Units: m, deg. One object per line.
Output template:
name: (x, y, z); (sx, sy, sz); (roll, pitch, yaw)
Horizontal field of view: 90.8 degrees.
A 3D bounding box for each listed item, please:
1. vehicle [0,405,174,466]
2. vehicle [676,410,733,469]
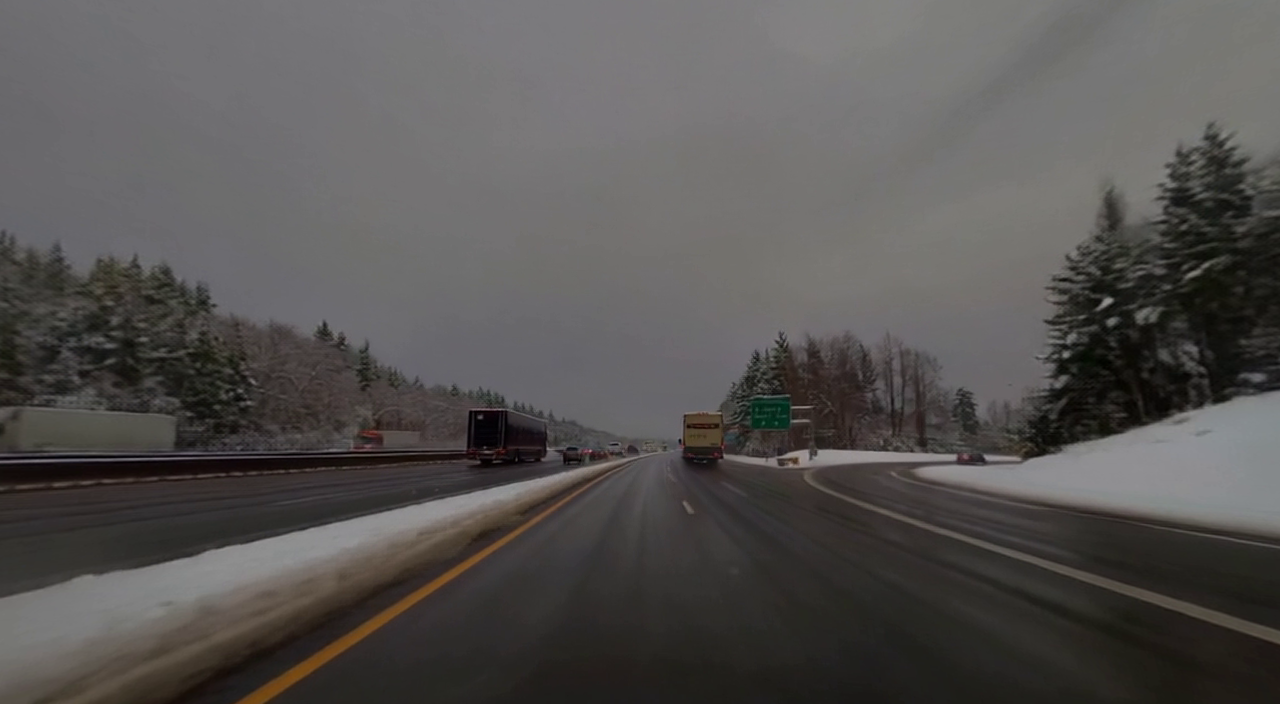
vehicle: (-42.393, 6.518, 47.909); (2.840, 3.938, 13.955); (-1, -9, 3)
vehicle: (4.376, 6.522, 46.296); (2.928, 3.595, 13.975); (0, -9, 1)
